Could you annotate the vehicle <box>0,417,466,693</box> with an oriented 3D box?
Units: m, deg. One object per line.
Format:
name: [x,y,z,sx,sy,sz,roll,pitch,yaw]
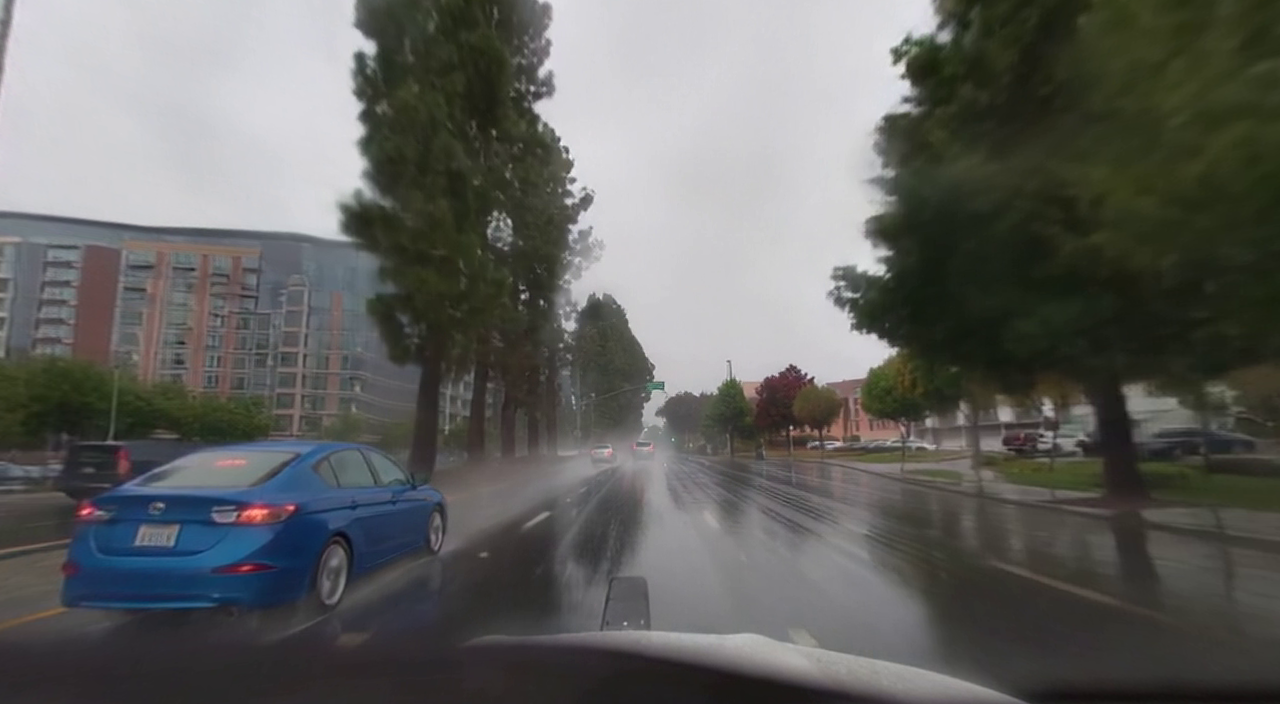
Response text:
vehicle: [-3.369,1.553,6.033,2.009,1.489,4.543,-5,-8,0]
